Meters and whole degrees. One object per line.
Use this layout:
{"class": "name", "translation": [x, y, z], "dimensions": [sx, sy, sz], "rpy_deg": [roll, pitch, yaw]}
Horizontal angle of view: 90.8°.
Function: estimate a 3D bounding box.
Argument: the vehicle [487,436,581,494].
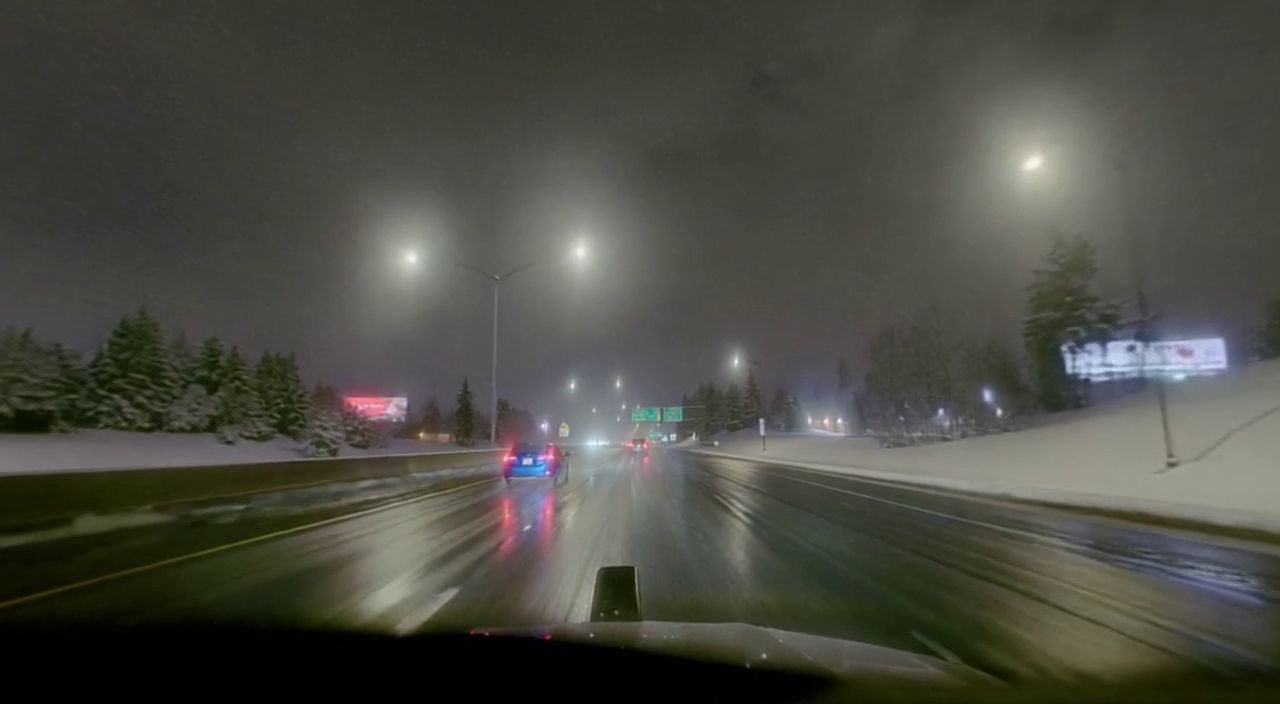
{"class": "vehicle", "translation": [-3.077, 3.401, 19.457], "dimensions": [2.029, 1.557, 4.570], "rpy_deg": [0, -9, 1]}
